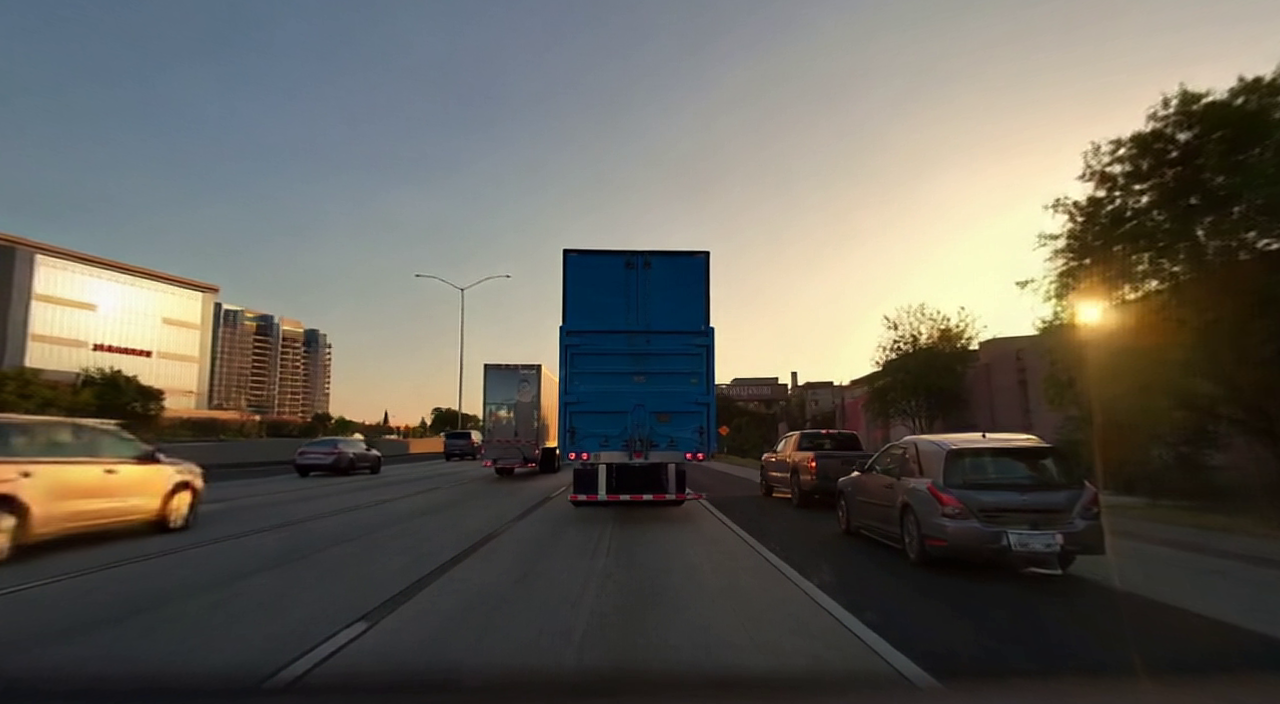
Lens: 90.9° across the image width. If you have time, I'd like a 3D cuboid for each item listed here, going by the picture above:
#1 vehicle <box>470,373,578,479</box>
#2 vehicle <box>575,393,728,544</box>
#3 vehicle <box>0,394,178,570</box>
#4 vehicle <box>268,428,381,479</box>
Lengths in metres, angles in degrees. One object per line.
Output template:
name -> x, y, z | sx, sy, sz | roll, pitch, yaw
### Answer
vehicle -> -4.282, 3.099, 25.369 | 2.814, 3.513, 8.529 | 0, -9, -1
vehicle -> 0.081, 1.788, 10.132 | 1.947, 1.910, 4.040 | 0, -9, -2
vehicle -> -7.333, 1.345, 6.586 | 1.854, 1.740, 4.151 | 0, -9, -1
vehicle -> -11.669, 3.800, 23.739 | 1.915, 1.710, 4.670 | 0, -9, -1
